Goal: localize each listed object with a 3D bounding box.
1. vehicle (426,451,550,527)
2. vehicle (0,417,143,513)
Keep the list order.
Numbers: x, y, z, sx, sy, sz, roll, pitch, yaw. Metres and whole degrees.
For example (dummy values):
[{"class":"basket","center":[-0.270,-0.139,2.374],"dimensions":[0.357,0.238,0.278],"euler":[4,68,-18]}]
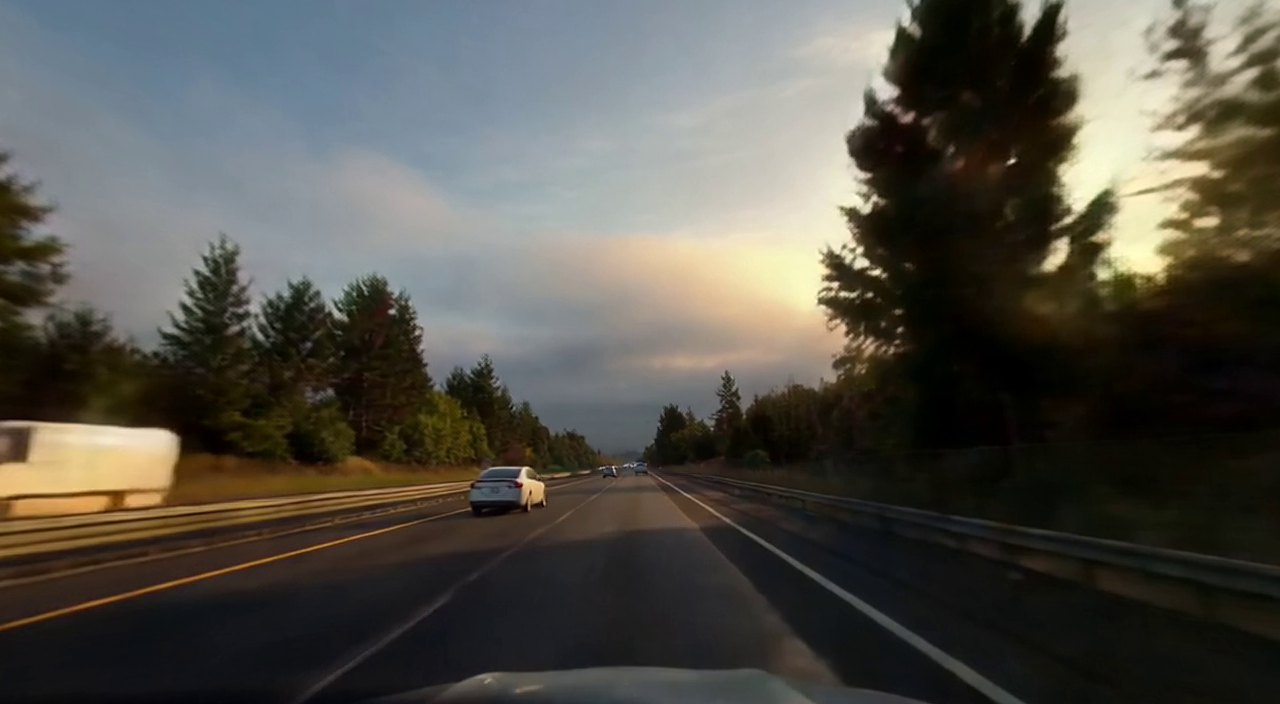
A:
[{"class":"vehicle","center":[-3.492,3.264,15.361],"dimensions":[1.900,1.550,4.146],"euler":[1,-10,1]},{"class":"vehicle","center":[-17.455,3.083,17.233],"dimensions":[2.279,2.404,6.482],"euler":[1,-10,0]}]
